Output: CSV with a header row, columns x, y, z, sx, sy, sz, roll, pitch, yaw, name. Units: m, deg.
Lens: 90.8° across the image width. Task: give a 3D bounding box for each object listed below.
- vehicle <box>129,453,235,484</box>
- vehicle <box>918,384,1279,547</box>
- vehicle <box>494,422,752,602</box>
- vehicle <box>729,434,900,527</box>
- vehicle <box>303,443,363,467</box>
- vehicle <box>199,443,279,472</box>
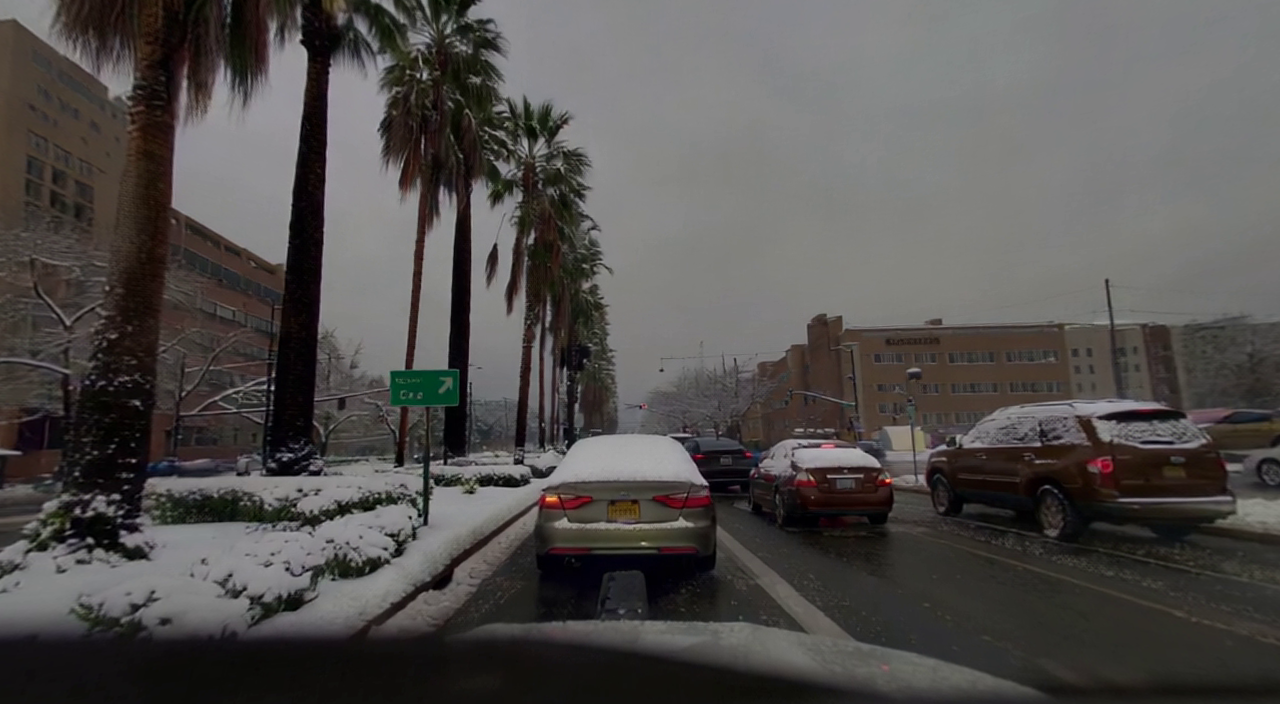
x,y,z,sx,sy,sz,roll,pitch,yaw,name
-23.732,6.012,33.000,1.972,1.425,4.765,0,-8,0,vehicle
7.206,1.857,10.925,2.254,2.072,5.577,0,-8,0,vehicle
-0.155,1.638,7.343,2.158,1.498,3.919,0,-8,0,vehicle
3.088,2.368,12.270,1.925,1.451,4.436,0,-8,-2,vehicle
-23.974,8.044,49.644,2.055,1.759,5.200,0,-8,1,vehicle
-28.302,7.445,44.836,2.115,1.884,5.481,0,-8,0,vehicle
